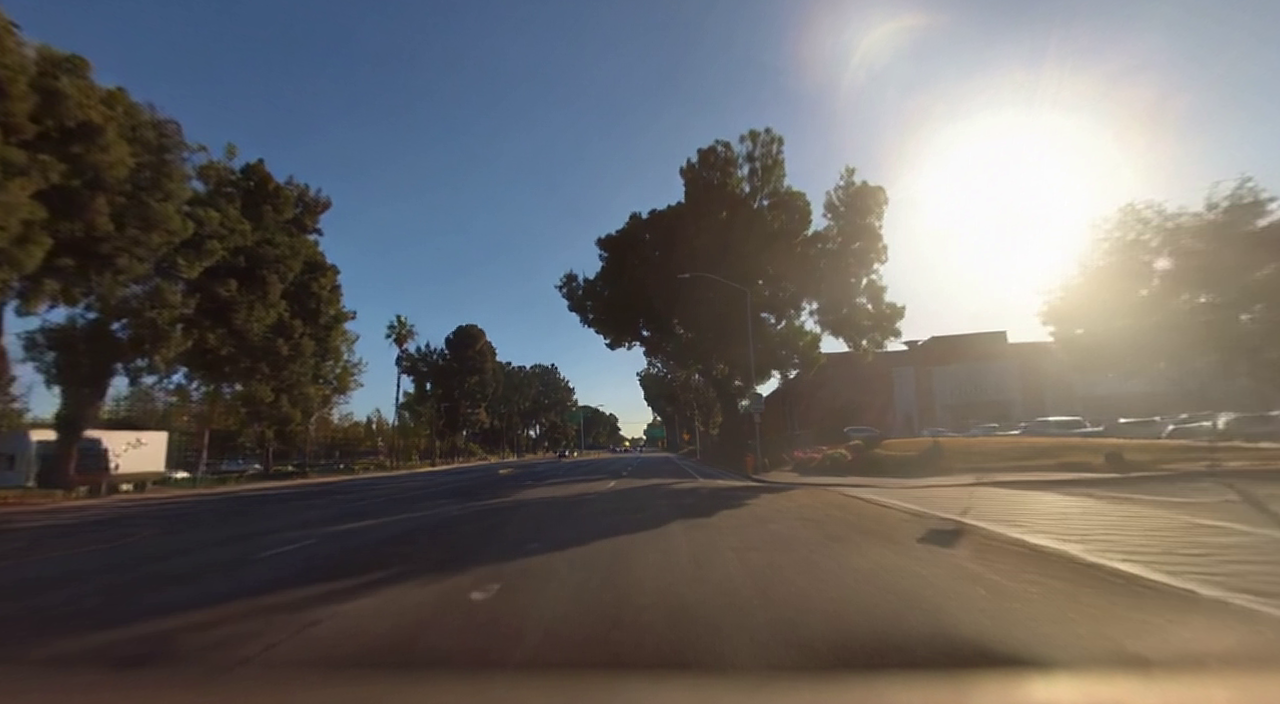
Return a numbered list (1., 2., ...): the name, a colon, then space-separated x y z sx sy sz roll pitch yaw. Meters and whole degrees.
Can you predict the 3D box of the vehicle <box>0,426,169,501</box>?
1. vehicle: -34.679 6.601 38.076 2.955 3.868 11.255 -1 -8 5
